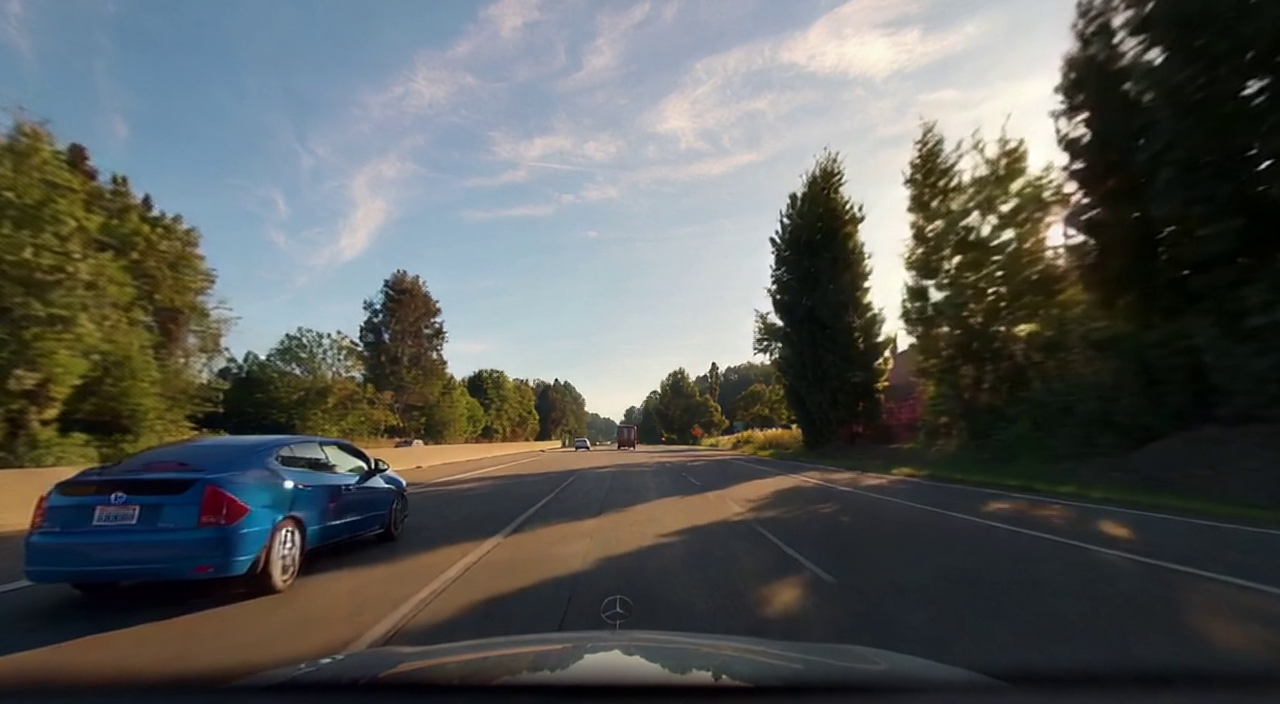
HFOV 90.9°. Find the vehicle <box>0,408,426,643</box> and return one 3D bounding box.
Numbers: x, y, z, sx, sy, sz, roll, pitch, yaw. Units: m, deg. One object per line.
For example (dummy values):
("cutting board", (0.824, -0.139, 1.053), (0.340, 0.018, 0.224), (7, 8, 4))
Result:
("vehicle", (-3.753, 1.387, 6.125), (1.931, 1.483, 4.105), (0, -8, -1))
